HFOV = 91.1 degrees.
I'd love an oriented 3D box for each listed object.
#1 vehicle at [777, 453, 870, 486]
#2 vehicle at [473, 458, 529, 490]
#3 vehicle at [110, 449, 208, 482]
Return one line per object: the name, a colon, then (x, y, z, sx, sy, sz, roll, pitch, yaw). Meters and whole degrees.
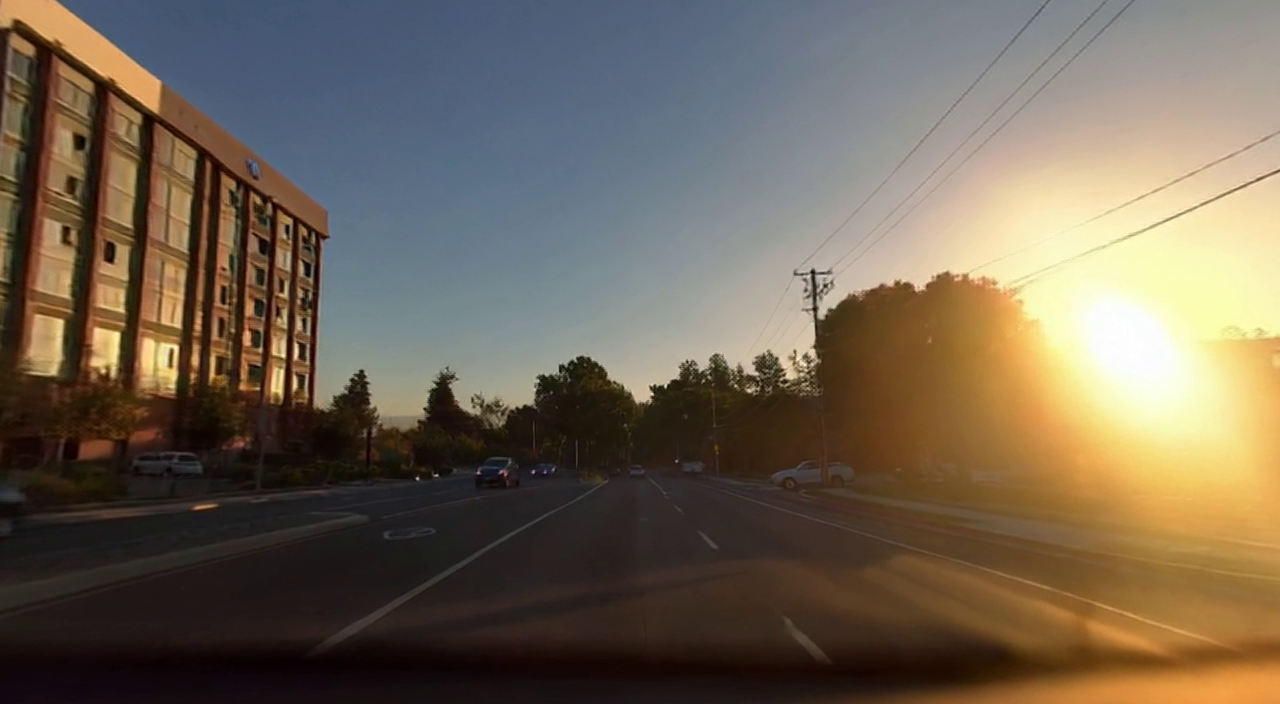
vehicle: (10.832, 6.955, 37.329, 4.903, 1.831, 2.098, 0, -8, 2)
vehicle: (-7.898, 6.949, 36.156, 2.220, 1.681, 4.633, 0, -10, -1)
vehicle: (-27.796, 6.581, 36.374, 3.770, 1.737, 2.102, 0, -15, -2)
